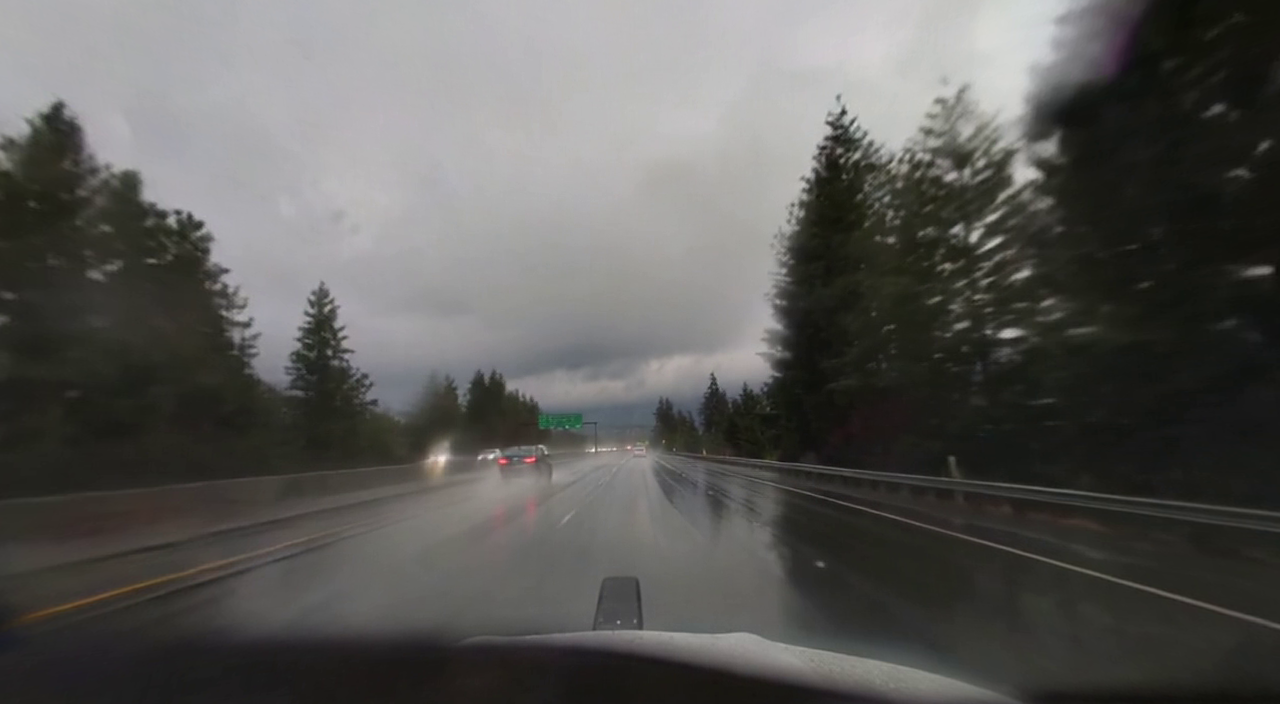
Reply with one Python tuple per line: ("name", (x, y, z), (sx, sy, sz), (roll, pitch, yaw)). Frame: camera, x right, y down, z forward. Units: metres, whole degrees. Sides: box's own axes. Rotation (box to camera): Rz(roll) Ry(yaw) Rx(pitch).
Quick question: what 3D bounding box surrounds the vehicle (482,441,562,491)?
("vehicle", (-4.126, 4.063, 22.741), (1.958, 1.587, 4.801), (0, -9, 0))
